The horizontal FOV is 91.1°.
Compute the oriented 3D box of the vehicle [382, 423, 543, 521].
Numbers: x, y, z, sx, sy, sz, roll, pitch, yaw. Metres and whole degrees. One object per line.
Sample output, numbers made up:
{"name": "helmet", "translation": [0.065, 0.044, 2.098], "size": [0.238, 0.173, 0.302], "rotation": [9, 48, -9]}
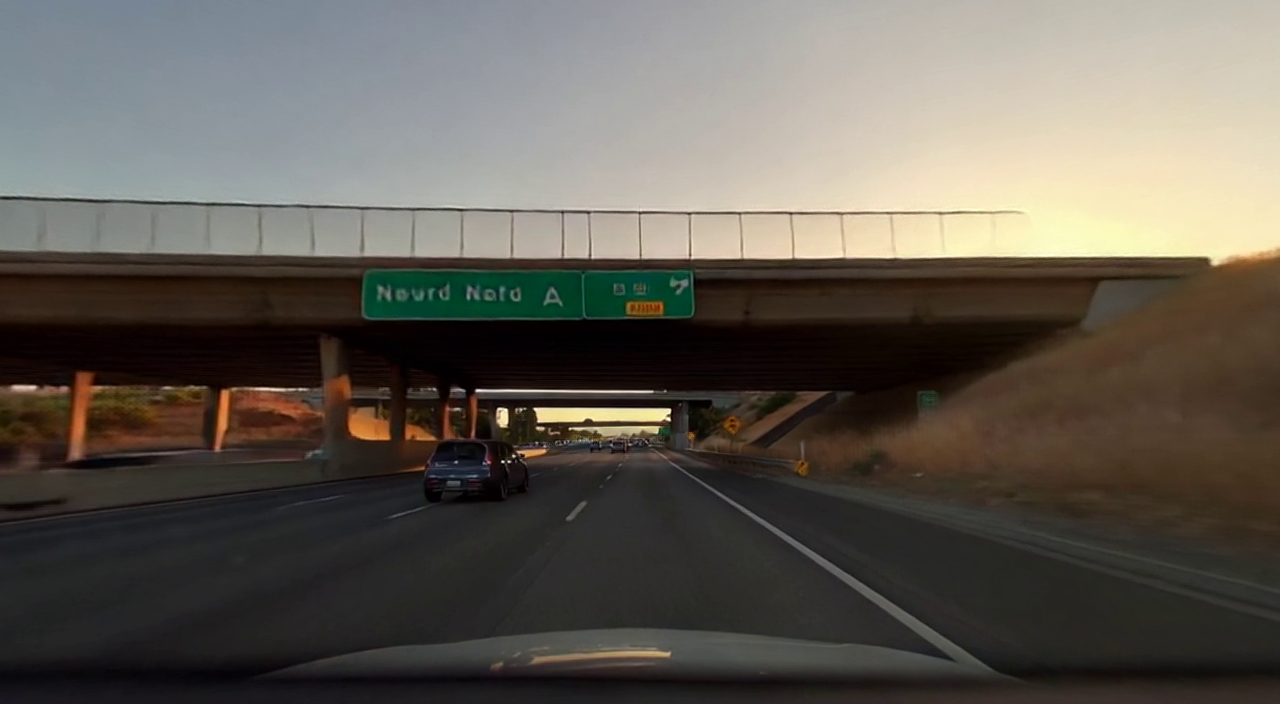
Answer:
{"name": "vehicle", "translation": [-3.470, 2.442, 13.282], "size": [2.048, 1.705, 4.384], "rotation": [0, -8, 1]}
